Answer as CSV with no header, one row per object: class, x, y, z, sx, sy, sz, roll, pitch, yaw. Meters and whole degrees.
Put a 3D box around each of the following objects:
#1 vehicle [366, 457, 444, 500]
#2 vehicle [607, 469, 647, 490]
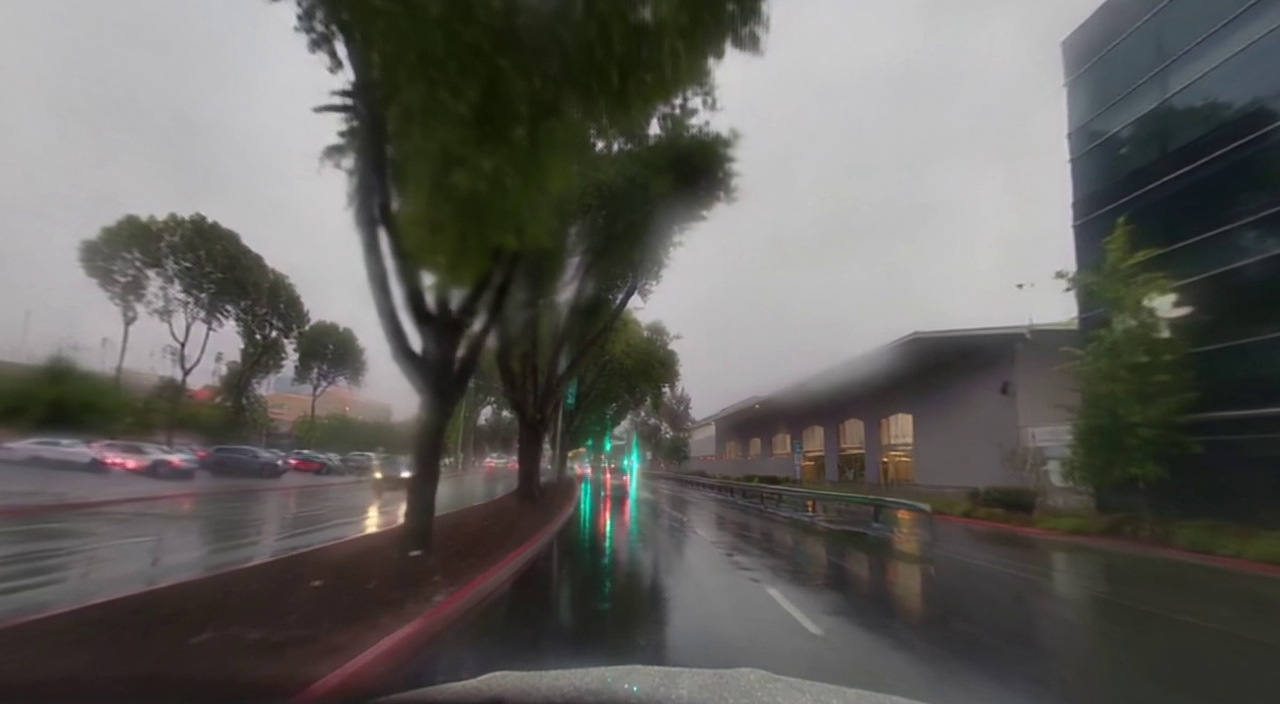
vehicle,-9.043,4.900,24.523,1.916,1.516,3.970,2,-11,-7
vehicle,-0.823,7.580,37.483,1.775,1.186,2.933,3,-11,-13
